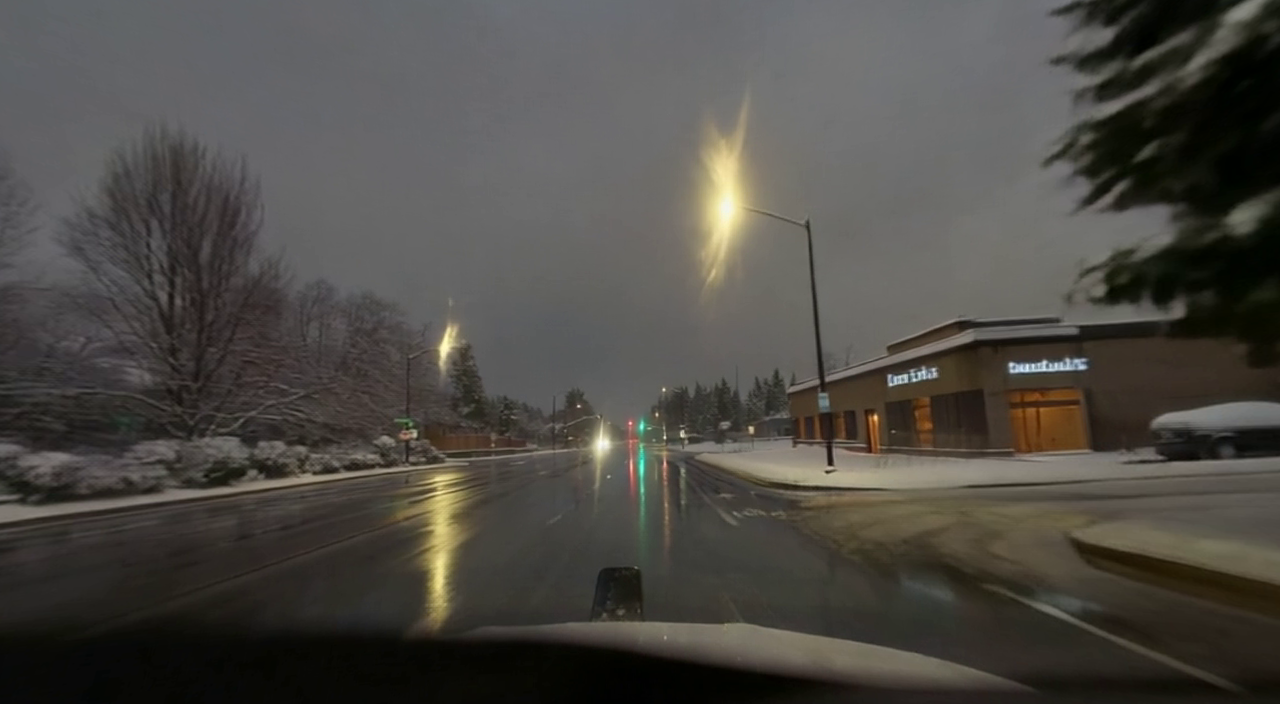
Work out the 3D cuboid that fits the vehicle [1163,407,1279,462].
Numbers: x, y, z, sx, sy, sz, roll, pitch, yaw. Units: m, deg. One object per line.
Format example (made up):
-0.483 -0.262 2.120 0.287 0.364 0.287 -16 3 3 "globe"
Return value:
18.374 2.476 18.714 1.826 1.492 4.417 0 -9 -2 "vehicle"
